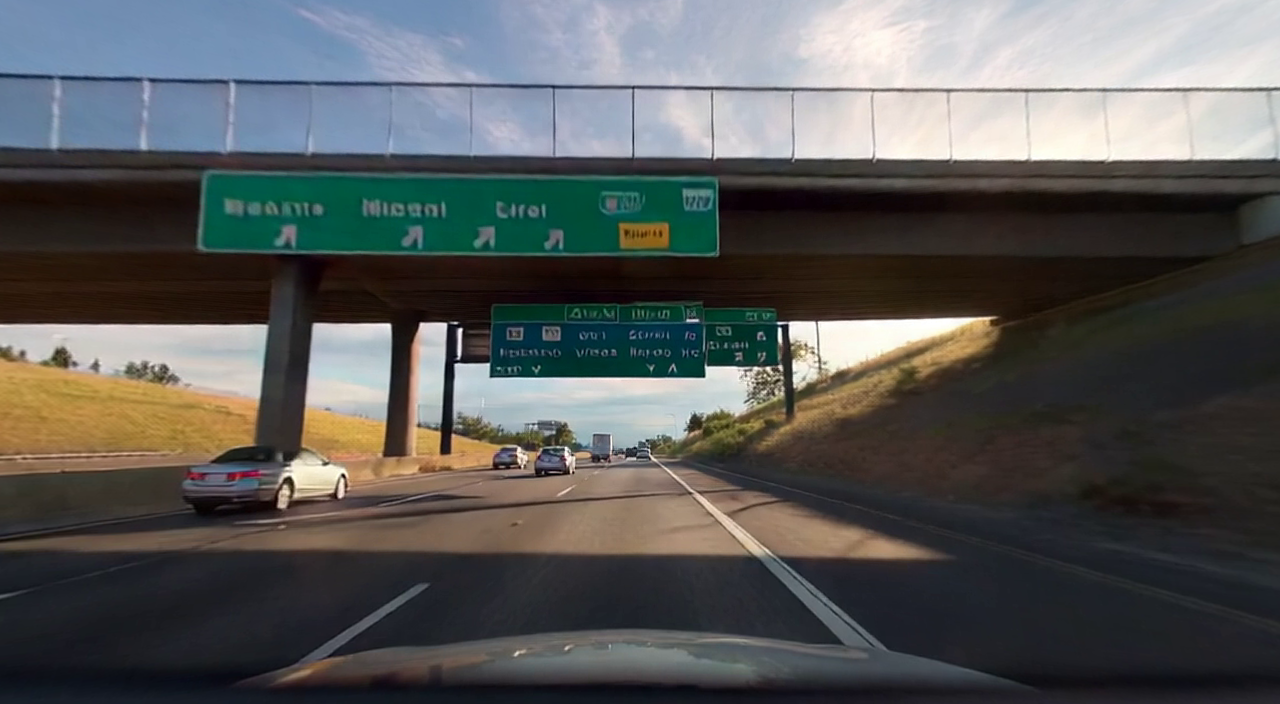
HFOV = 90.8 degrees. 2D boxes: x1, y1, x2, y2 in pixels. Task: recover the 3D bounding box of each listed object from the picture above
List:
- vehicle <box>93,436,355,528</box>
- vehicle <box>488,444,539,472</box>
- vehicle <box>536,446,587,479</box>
[{"bbox_3d":[-7.936,2.511,12.792,2.009,1.500,4.741,0,-9,1],"label":"vehicle"},{"bbox_3d":[-7.485,6.296,37.745,2.091,1.558,4.220,0,-9,0],"label":"vehicle"},{"bbox_3d":[-3.579,5.124,29.453,1.924,1.436,3.915,0,-9,0],"label":"vehicle"}]
